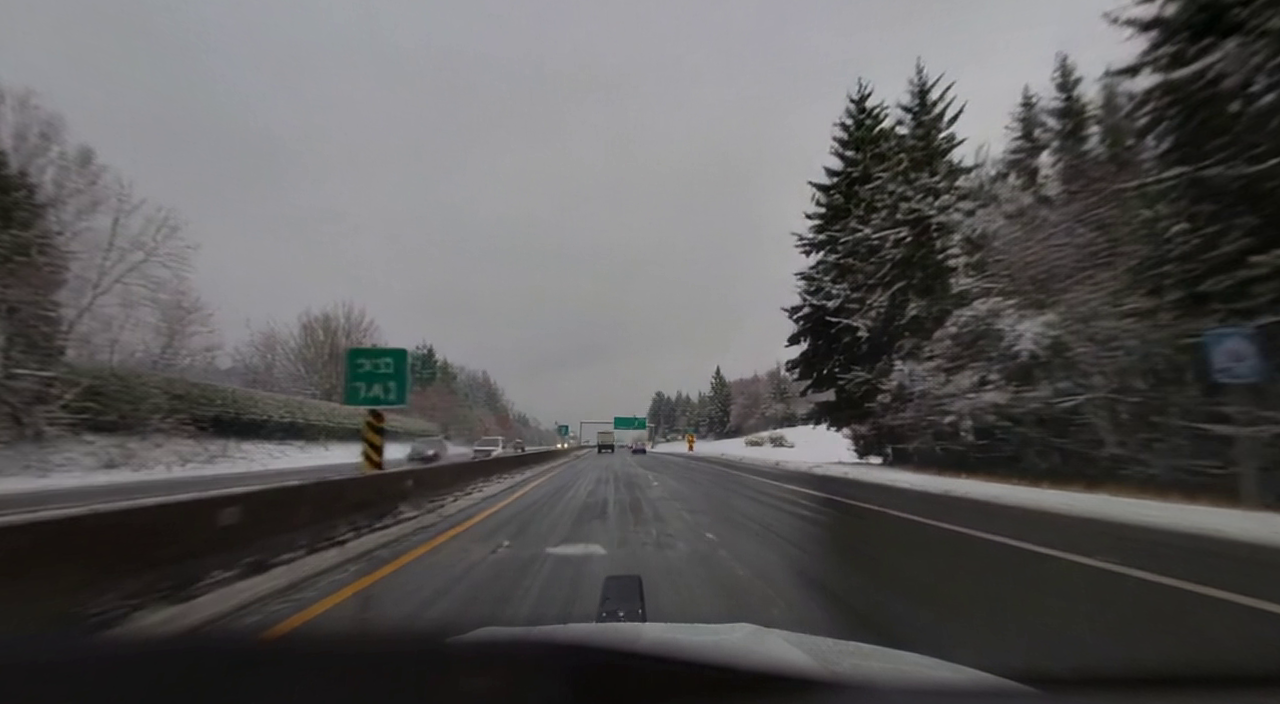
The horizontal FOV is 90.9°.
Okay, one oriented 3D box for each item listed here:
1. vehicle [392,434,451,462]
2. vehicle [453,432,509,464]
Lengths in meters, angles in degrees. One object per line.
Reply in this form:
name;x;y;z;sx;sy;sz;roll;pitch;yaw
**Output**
vehicle;-12.468;5.530;36.190;1.911;1.494;4.445;0;-8;-2
vehicle;-8.209;5.011;32.913;1.987;1.540;4.027;0;-8;-2
